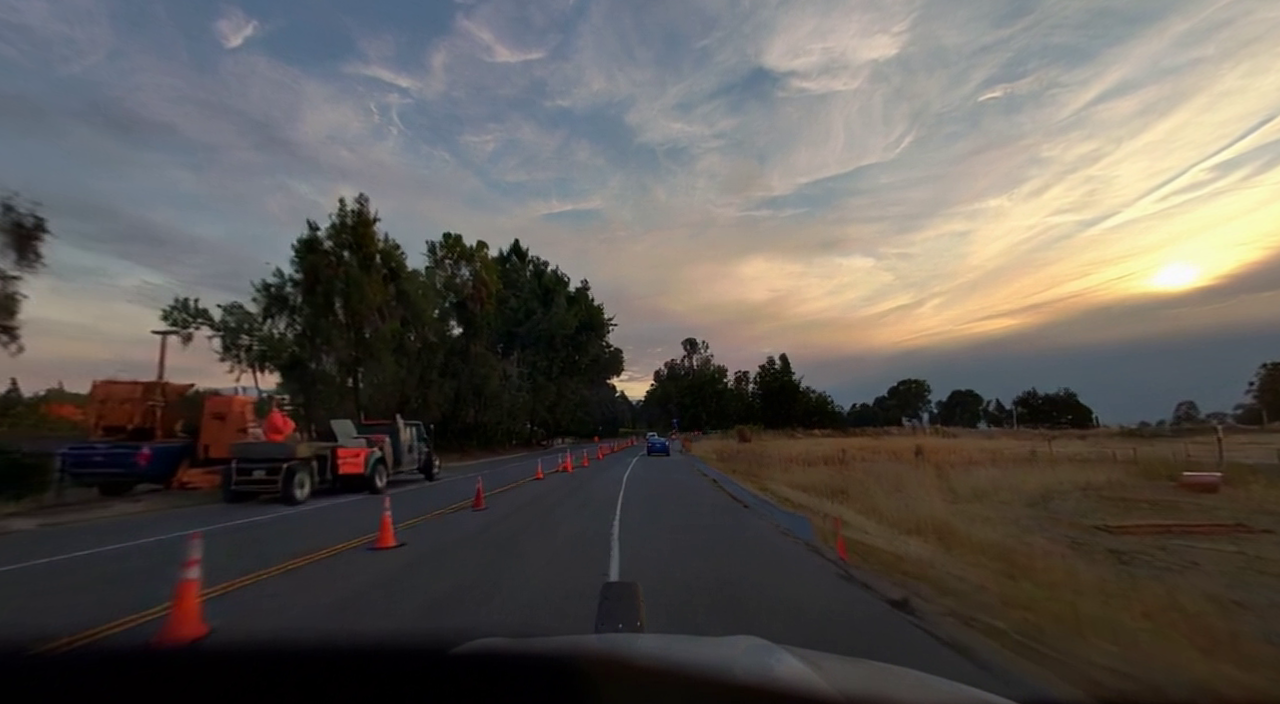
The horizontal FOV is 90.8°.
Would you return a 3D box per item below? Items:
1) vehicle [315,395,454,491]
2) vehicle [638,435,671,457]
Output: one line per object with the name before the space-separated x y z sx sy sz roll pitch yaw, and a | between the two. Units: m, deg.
vehicle | -7.650 2.776 19.241 3.064 2.710 2.385 -1 -9 4
vehicle | 0.985 6.519 43.746 2.172 1.486 3.581 0 -9 1
